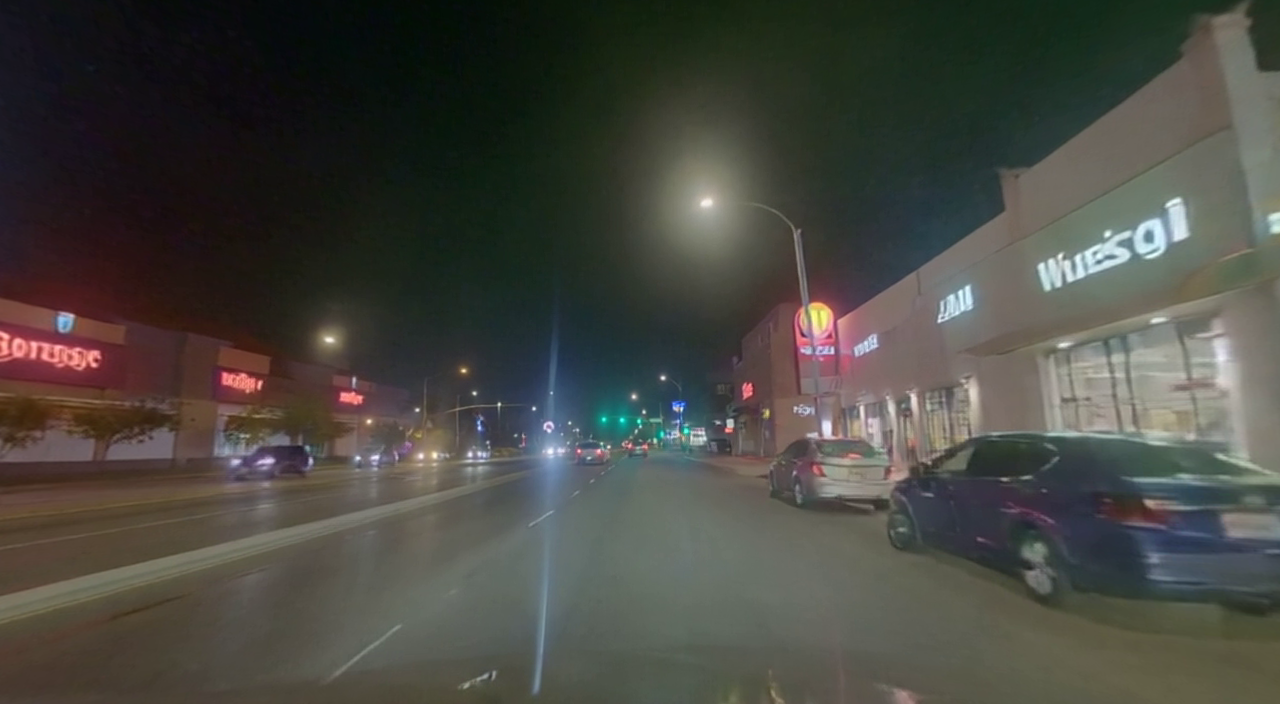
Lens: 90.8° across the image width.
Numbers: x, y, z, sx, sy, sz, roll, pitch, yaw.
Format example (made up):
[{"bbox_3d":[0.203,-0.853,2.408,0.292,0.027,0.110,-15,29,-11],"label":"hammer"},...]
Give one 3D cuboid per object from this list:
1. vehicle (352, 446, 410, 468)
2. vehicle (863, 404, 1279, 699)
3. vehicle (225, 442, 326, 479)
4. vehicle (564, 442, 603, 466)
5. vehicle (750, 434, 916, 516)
[{"bbox_3d":[-18.586,7.560,45.554,2.151,1.495,4.703,0,-9,0],"label":"vehicle"},{"bbox_3d":[3.876,1.390,5.733,1.922,1.507,4.824,0,-9,0],"label":"vehicle"},{"bbox_3d":[-17.772,5.310,31.124,2.102,1.679,4.690,0,-9,1],"label":"vehicle"},{"bbox_3d":[-3.621,6.658,41.440,2.179,1.490,4.742,0,-9,0],"label":"vehicle"},{"bbox_3d":[3.924,2.597,13.862,2.085,1.479,4.633,0,-9,-1],"label":"vehicle"}]
